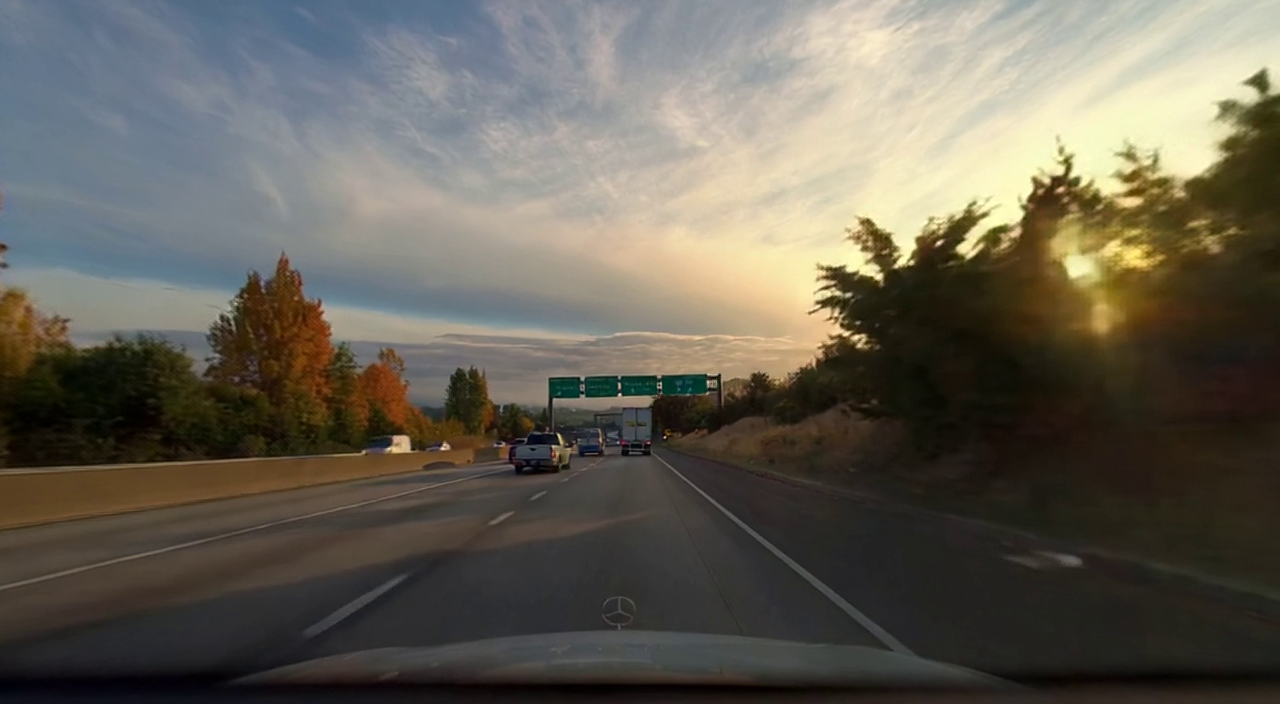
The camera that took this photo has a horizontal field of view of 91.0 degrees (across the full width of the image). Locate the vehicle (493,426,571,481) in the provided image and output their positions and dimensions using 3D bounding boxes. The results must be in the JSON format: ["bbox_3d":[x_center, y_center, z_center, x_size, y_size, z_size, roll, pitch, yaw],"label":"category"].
[{"bbox_3d":[-3.944,3.789,23.878,2.127,1.839,4.984,0,-8,-1],"label":"vehicle"}]
